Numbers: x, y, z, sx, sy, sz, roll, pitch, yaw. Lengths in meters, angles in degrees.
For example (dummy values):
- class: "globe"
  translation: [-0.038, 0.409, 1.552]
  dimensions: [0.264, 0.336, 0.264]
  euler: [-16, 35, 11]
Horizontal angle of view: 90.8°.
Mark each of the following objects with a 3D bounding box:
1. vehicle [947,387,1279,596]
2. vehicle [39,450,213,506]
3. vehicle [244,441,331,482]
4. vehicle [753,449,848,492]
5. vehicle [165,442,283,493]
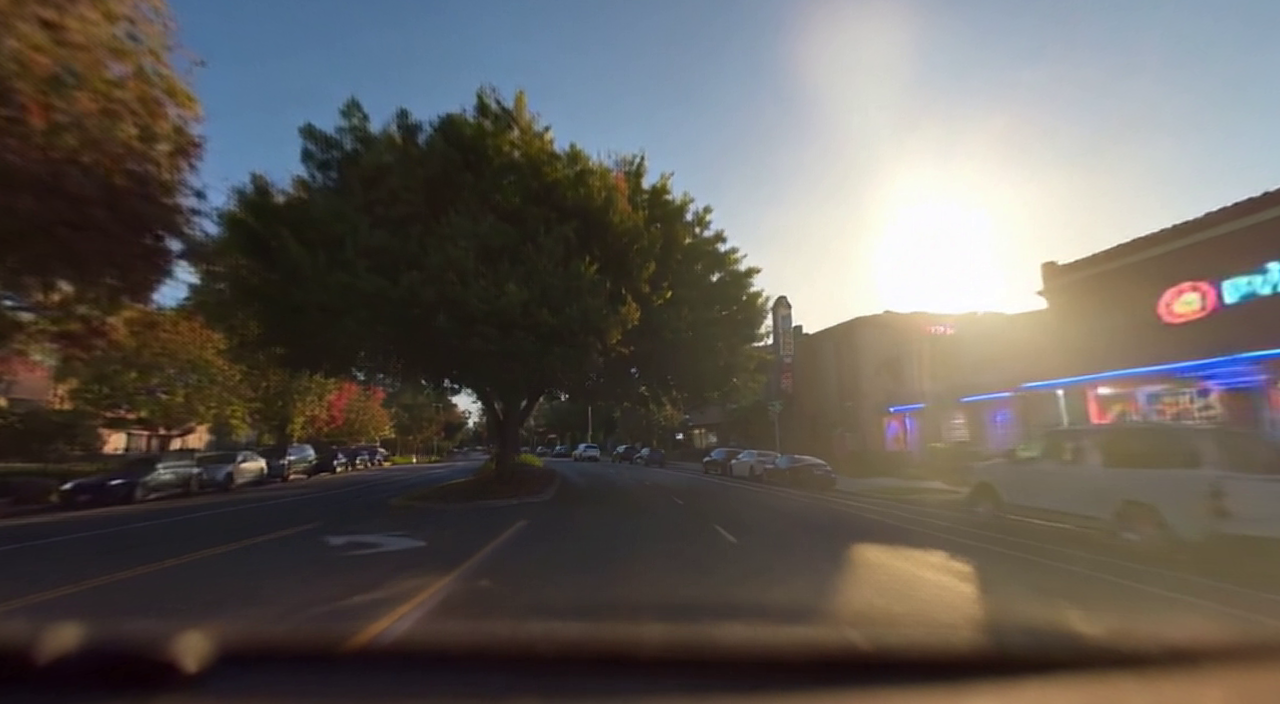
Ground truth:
- class: "vehicle"
  translation: [7.479, 1.875, 9.524]
  dimensions: [2.543, 2.114, 5.984]
  euler: [0, -9, -2]
- class: "vehicle"
  translation: [-15.473, 3.777, 19.436]
  dimensions: [2.027, 1.470, 4.550]
  euler: [1, -9, -9]
- class: "vehicle"
  translation: [-16.925, 5.268, 30.685]
  dimensions: [1.876, 1.772, 5.125]
  euler: [1, -9, -8]
- class: "vehicle"
  translation: [6.093, 4.534, 24.645]
  dimensions: [1.872, 1.515, 4.799]
  euler: [1, -9, -8]
- class: "vehicle"
  translation: [-15.909, 4.398, 24.493]
  dimensions: [1.927, 1.748, 4.474]
  euler: [1, -9, -7]
